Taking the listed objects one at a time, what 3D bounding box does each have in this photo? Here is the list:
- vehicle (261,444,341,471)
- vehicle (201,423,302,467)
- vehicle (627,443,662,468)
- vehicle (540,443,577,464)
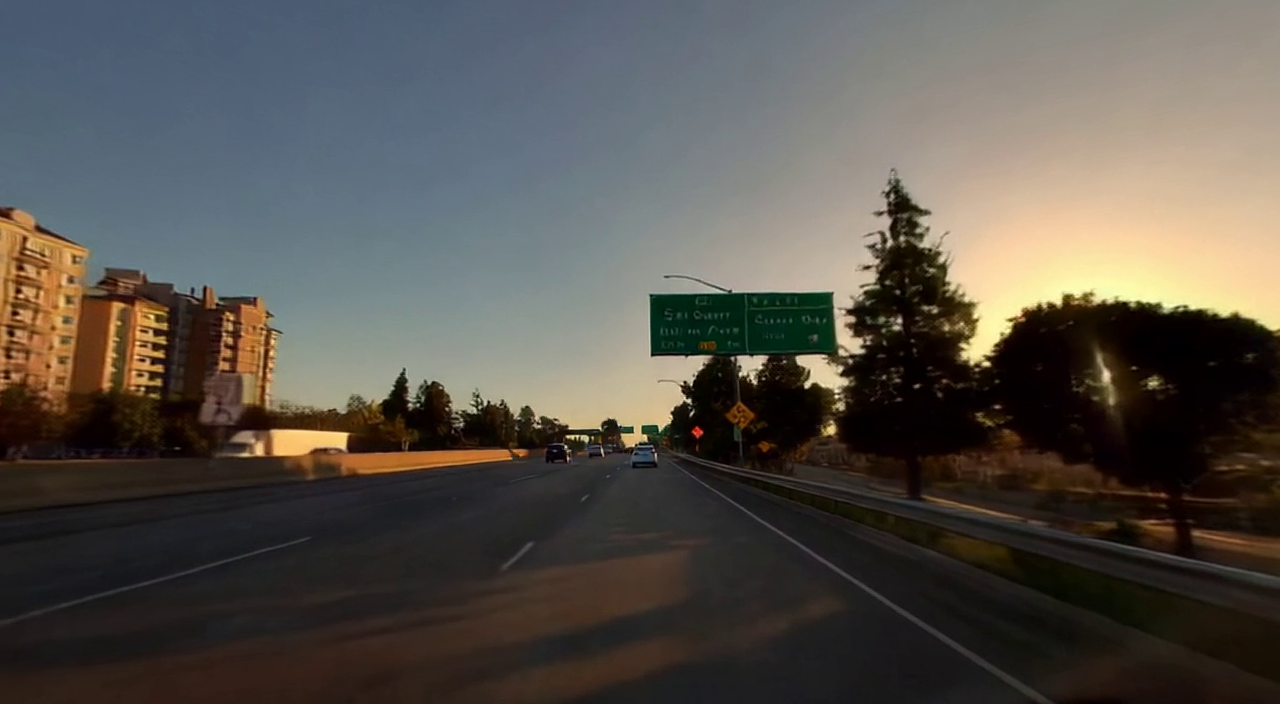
[{"bbox_3d":[-19.847,6.185,37.183,1.997,1.489,4.592,0,-8,2],"label":"vehicle"},{"bbox_3d":[-23.118,5.579,37.905,2.281,2.427,5.640,0,-8,2],"label":"vehicle"},{"bbox_3d":[0.259,6.395,39.037,2.051,1.443,3.770,0,-8,1],"label":"vehicle"},{"bbox_3d":[-6.009,7.545,47.145,2.075,1.528,4.327,0,-8,2],"label":"vehicle"}]
